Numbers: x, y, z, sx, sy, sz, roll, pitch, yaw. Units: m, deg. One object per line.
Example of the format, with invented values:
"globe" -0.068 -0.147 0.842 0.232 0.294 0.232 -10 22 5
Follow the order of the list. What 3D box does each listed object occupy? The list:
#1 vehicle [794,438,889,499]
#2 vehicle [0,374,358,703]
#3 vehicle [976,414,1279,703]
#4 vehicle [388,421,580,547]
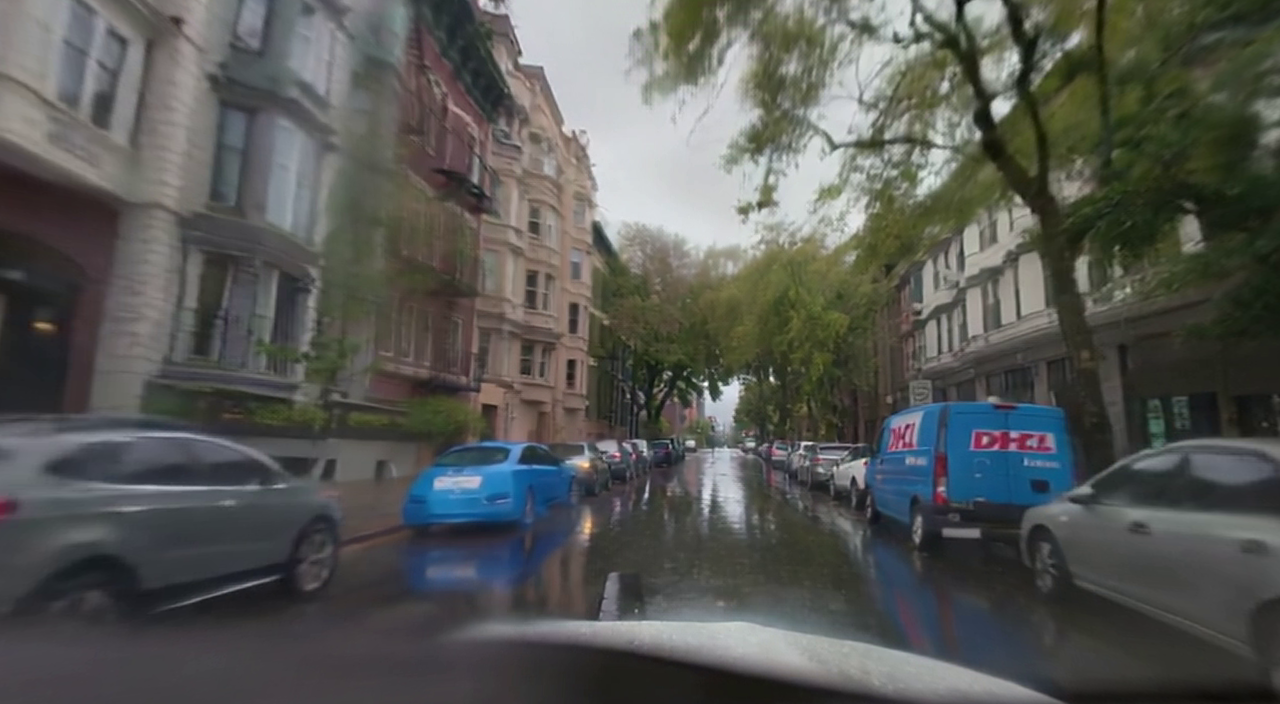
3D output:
"vehicle" 5.694 3.277 18.249 1.896 1.549 3.845 -1 -8 7
"vehicle" -3.552 1.073 3.988 1.875 1.564 2.982 -2 -8 7
"vehicle" 3.984 1.164 3.786 1.834 1.508 4.743 -1 -8 7
"vehicle" -2.362 2.026 10.691 1.867 1.519 3.920 1 -4 6
